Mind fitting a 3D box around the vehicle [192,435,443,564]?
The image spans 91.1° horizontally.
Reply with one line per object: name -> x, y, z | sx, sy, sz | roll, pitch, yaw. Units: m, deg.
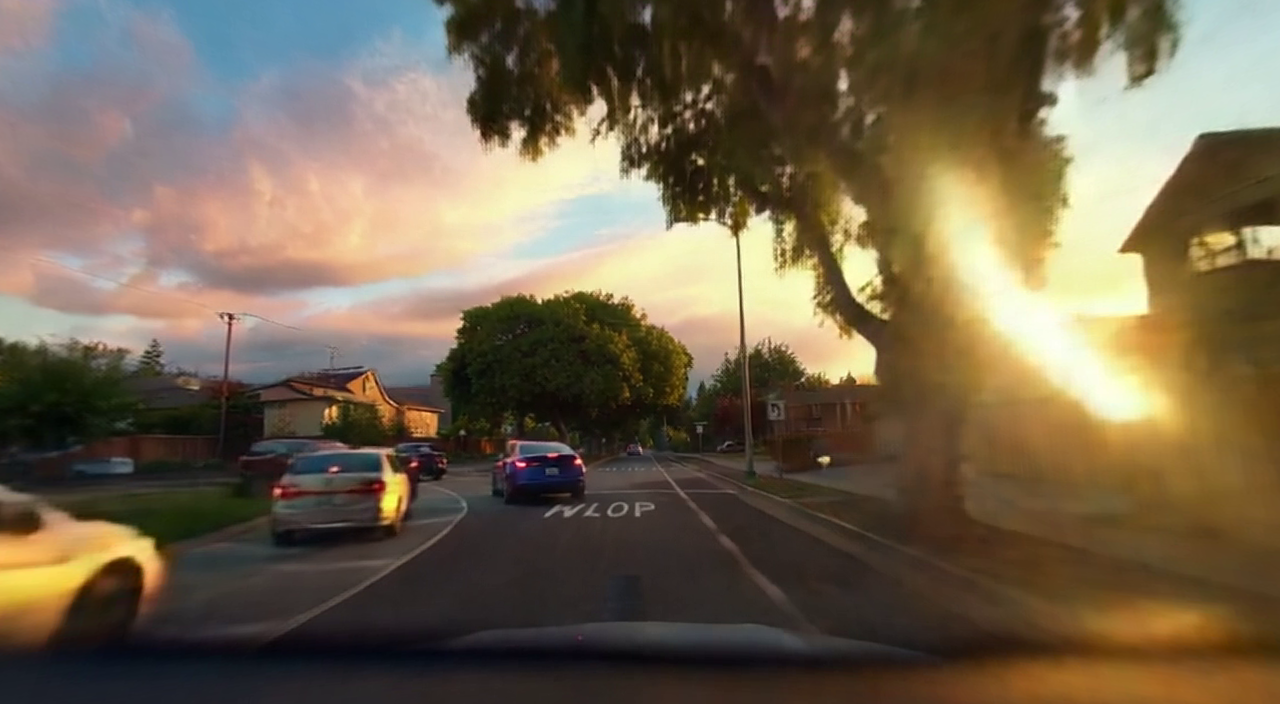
vehicle -> -4.837, 2.218, 10.476 | 2.151, 1.578, 5.036 | 1, -9, -8

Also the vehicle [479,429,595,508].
vehicle -> -2.714, 2.824, 15.712 | 2.290, 1.653, 4.127 | 2, -9, -17

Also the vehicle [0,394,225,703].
vehicle -> -3.762, 0.925, 2.411 | 1.986, 1.561, 3.805 | 1, -9, -6
